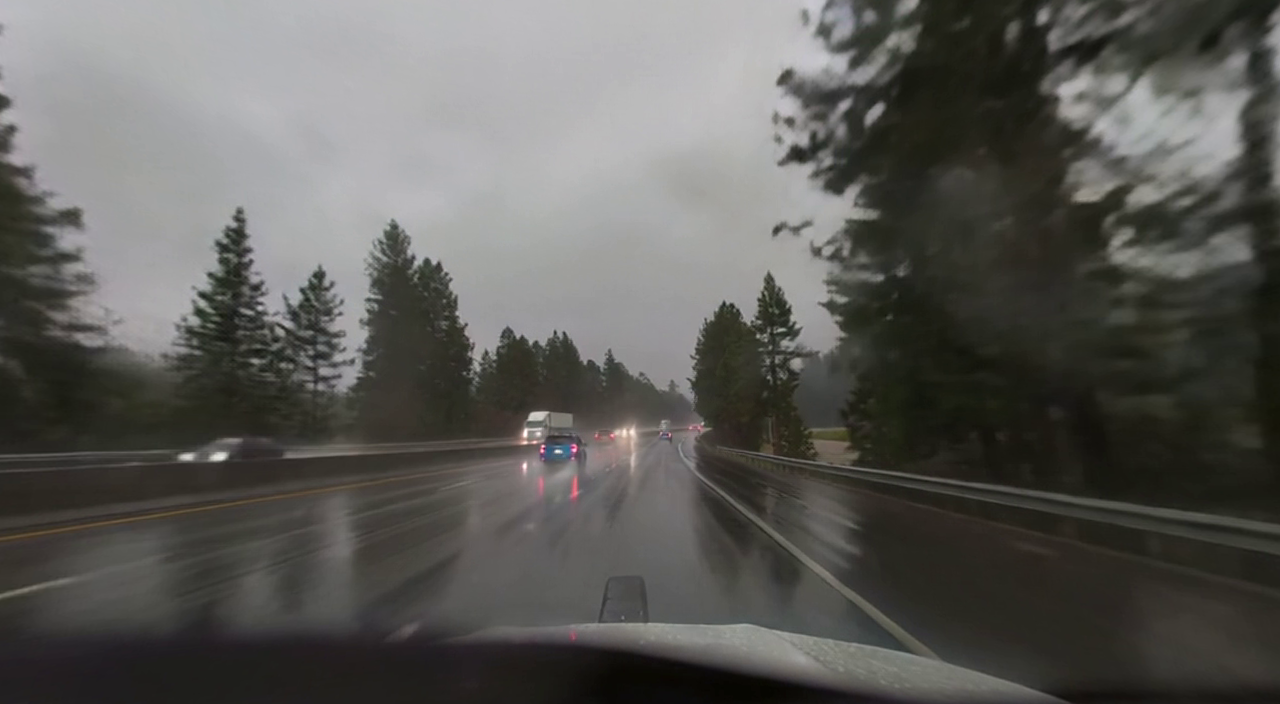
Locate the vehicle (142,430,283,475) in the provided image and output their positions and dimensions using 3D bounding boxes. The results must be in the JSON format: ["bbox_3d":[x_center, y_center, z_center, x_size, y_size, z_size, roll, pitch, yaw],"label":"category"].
[{"bbox_3d":[-16.325,3.888,24.397,1.991,1.460,4.953,-3,-8,1],"label":"vehicle"}]

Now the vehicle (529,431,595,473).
[{"bbox_3d":[-3.143,4.150,26.313,2.053,1.589,4.671,0,-8,2],"label":"vehicle"}]
